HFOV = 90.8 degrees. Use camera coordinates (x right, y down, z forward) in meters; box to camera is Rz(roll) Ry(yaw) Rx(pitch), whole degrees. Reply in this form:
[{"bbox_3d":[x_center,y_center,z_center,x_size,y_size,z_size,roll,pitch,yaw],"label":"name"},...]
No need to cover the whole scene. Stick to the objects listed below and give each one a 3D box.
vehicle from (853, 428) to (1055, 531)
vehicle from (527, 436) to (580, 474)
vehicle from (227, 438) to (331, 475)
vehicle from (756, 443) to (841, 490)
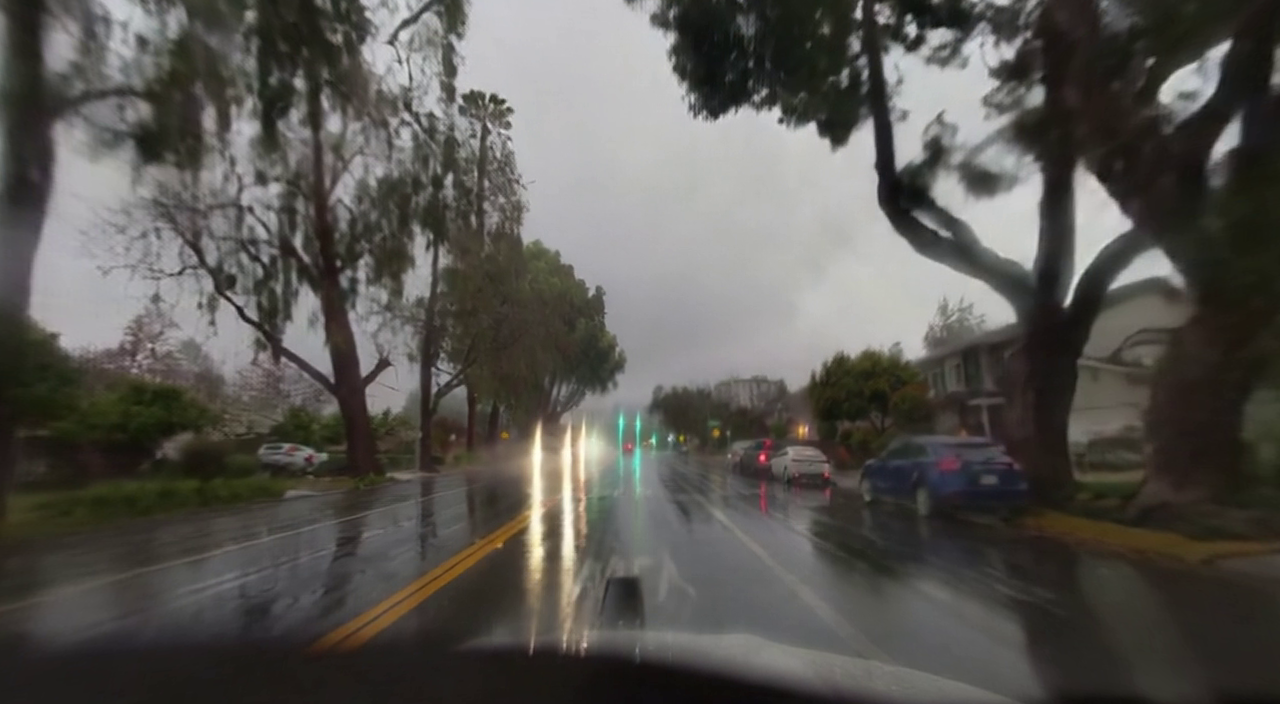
[{"bbox_3d":[6.588,2.692,13.992,2.099,1.878,4.476,0,-8,-1],"label":"vehicle"},{"bbox_3d":[-4.509,5.443,33.741,2.050,1.841,5.290,0,-8,0],"label":"vehicle"},{"bbox_3d":[-21.110,6.118,37.148,4.461,2.065,2.574,0,-8,-2],"label":"vehicle"},{"bbox_3d":[6.294,4.575,25.688,2.226,1.682,4.461,0,-8,-1],"label":"vehicle"}]
